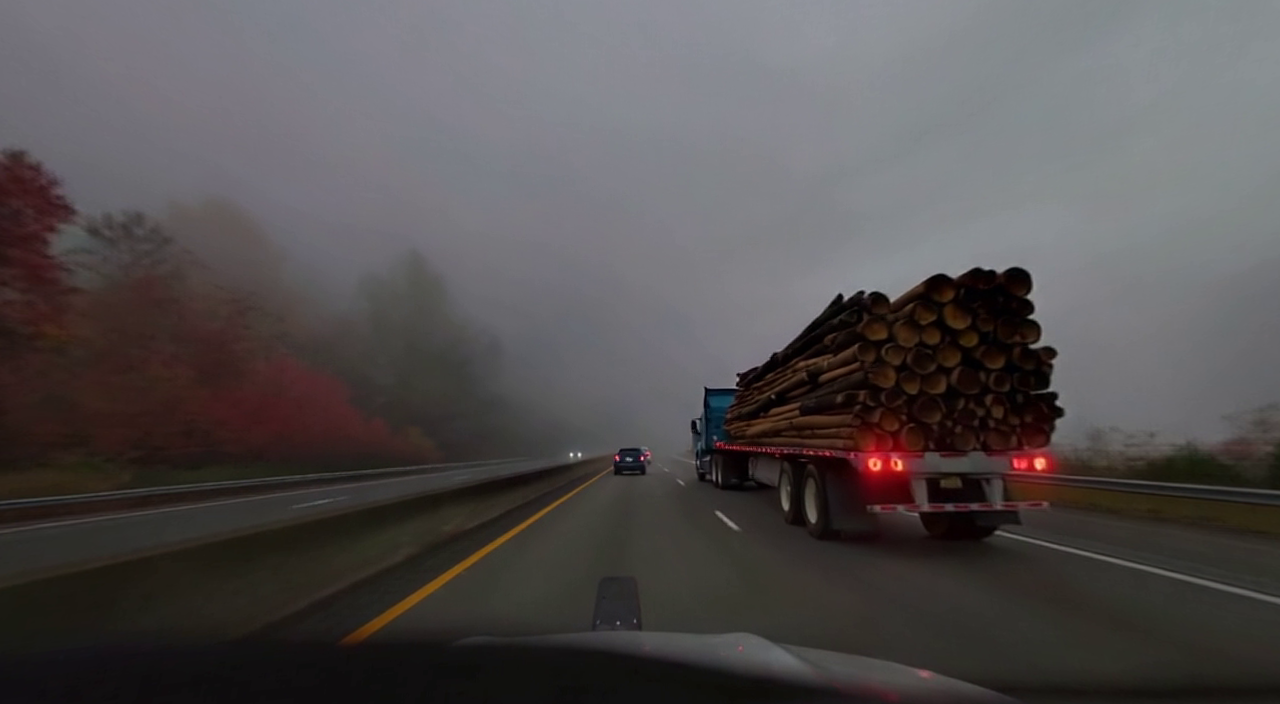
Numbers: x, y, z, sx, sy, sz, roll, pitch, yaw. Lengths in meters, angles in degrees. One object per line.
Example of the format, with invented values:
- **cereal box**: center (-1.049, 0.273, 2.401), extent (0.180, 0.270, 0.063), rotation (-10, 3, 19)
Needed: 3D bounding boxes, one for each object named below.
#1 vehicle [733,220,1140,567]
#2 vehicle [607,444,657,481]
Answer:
- **vehicle**: center (3.896, 1.021, 11.259), extent (3.004, 3.923, 8.363), rotation (0, -9, -1)
- **vehicle**: center (-0.348, 4.936, 28.222), extent (2.099, 1.506, 4.097), rotation (-1, -9, 0)
